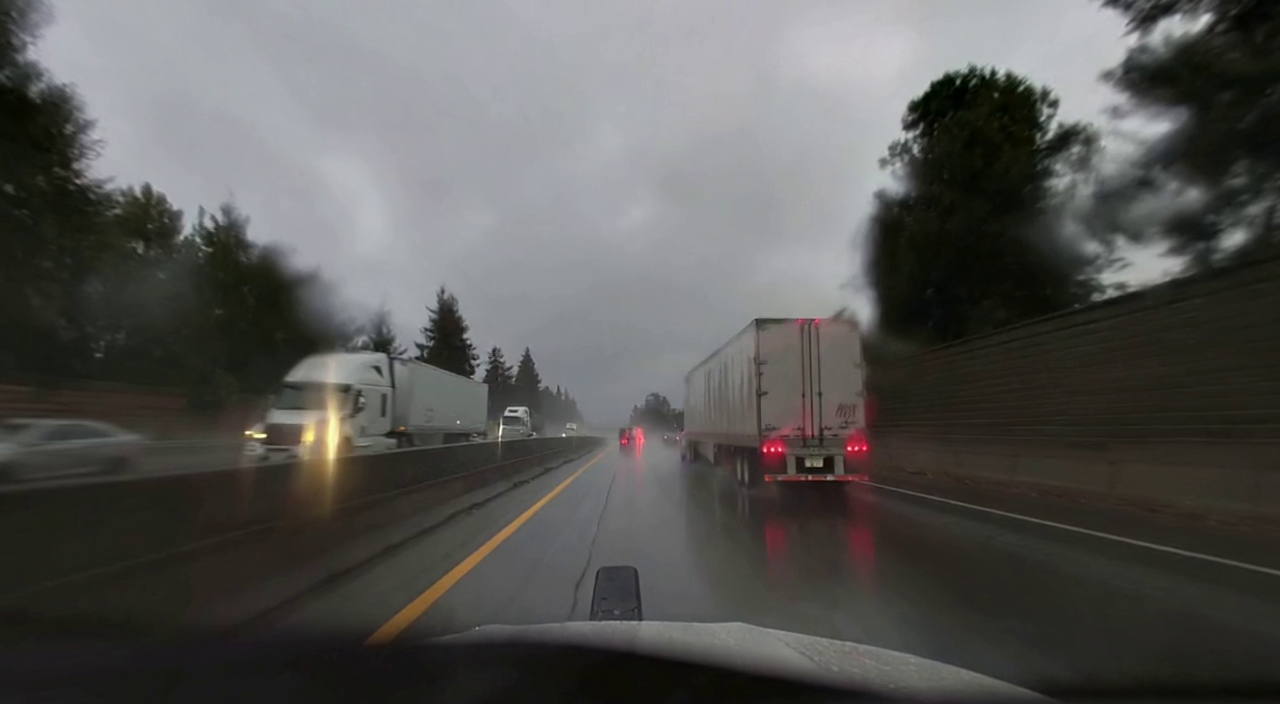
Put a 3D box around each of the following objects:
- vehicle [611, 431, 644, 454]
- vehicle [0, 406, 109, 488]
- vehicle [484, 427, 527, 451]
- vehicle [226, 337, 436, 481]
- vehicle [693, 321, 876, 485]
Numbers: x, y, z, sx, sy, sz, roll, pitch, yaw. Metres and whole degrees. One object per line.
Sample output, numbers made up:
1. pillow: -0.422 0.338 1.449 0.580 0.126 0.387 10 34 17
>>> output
1. vehicle: -0.835 6.058 42.269 2.119 1.480 4.000 0 -8 0
2. vehicle: -12.652 1.823 12.110 1.832 1.485 3.518 0 -8 -1
3. vehicle: -8.722 5.669 41.209 1.885 1.483 4.516 0 -8 -2
4. vehicle: -8.624 1.820 18.927 2.624 3.453 7.411 0 -7 -1
5. vehicle: 4.120 2.144 22.458 2.953 4.045 13.843 0 -8 -1
